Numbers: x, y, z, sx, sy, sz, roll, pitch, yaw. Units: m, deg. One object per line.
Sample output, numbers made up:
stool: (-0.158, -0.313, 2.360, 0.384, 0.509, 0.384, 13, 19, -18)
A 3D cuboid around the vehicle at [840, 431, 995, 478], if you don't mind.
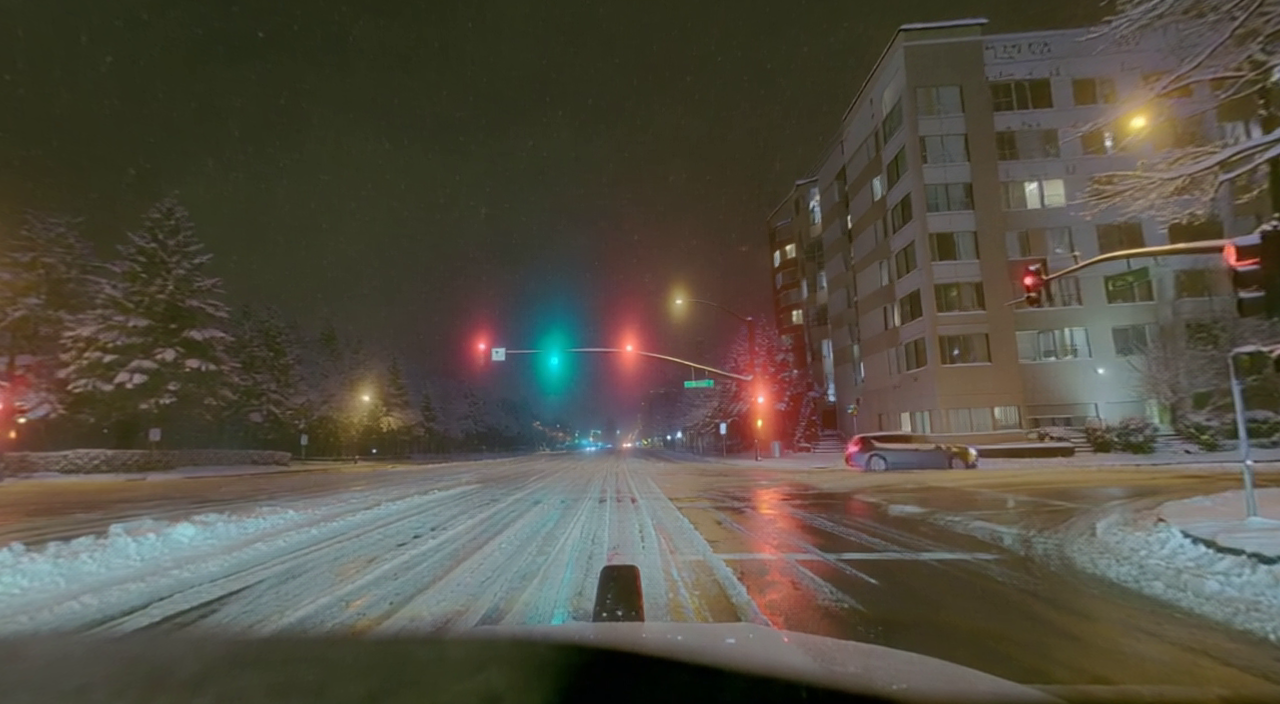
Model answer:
vehicle: (11.303, 4.218, 26.114, 5.357, 1.814, 2.141, -1, -8, 4)
